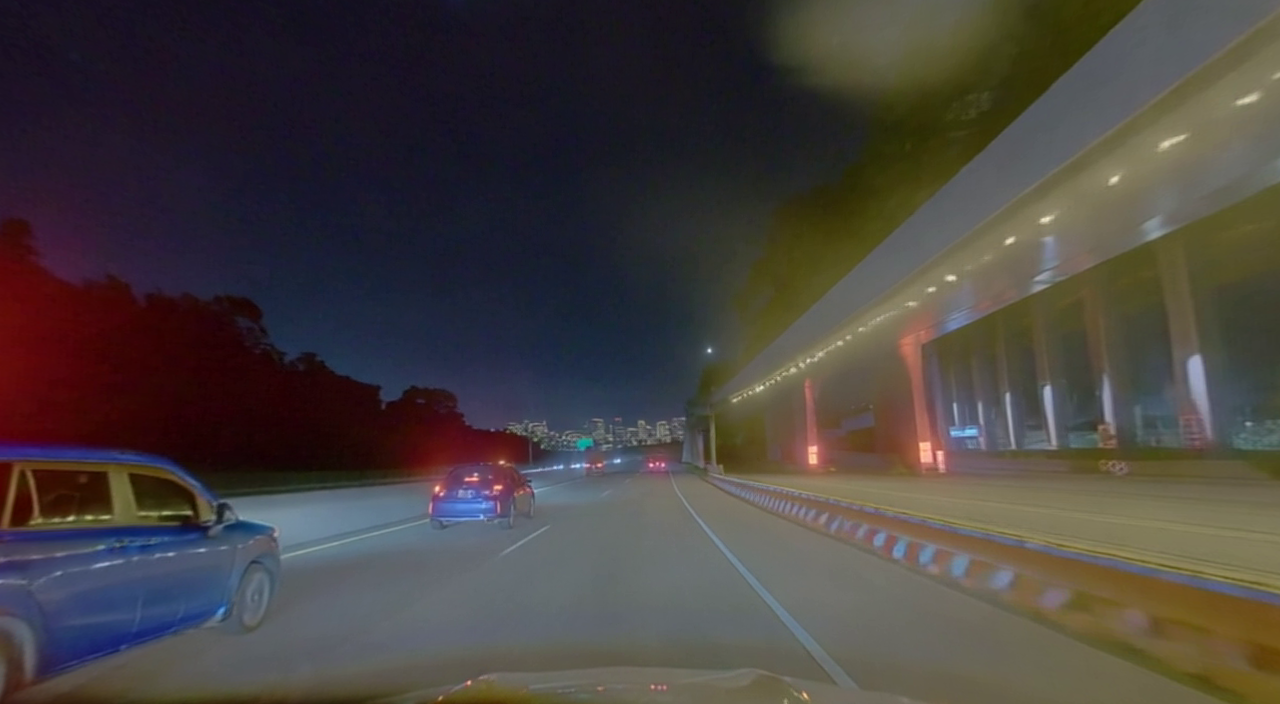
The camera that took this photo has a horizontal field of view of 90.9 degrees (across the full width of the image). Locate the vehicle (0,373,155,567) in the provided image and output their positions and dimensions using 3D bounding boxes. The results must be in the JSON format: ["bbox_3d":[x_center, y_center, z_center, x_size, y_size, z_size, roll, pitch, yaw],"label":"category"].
[{"bbox_3d":[-9.883,1.417,7.649,2.310,2.576,6.321,-1,-10,7],"label":"vehicle"}]

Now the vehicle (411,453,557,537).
[{"bbox_3d":[-3.078,2.931,13.296,1.992,1.466,3.690,0,-10,2],"label":"vehicle"}]
